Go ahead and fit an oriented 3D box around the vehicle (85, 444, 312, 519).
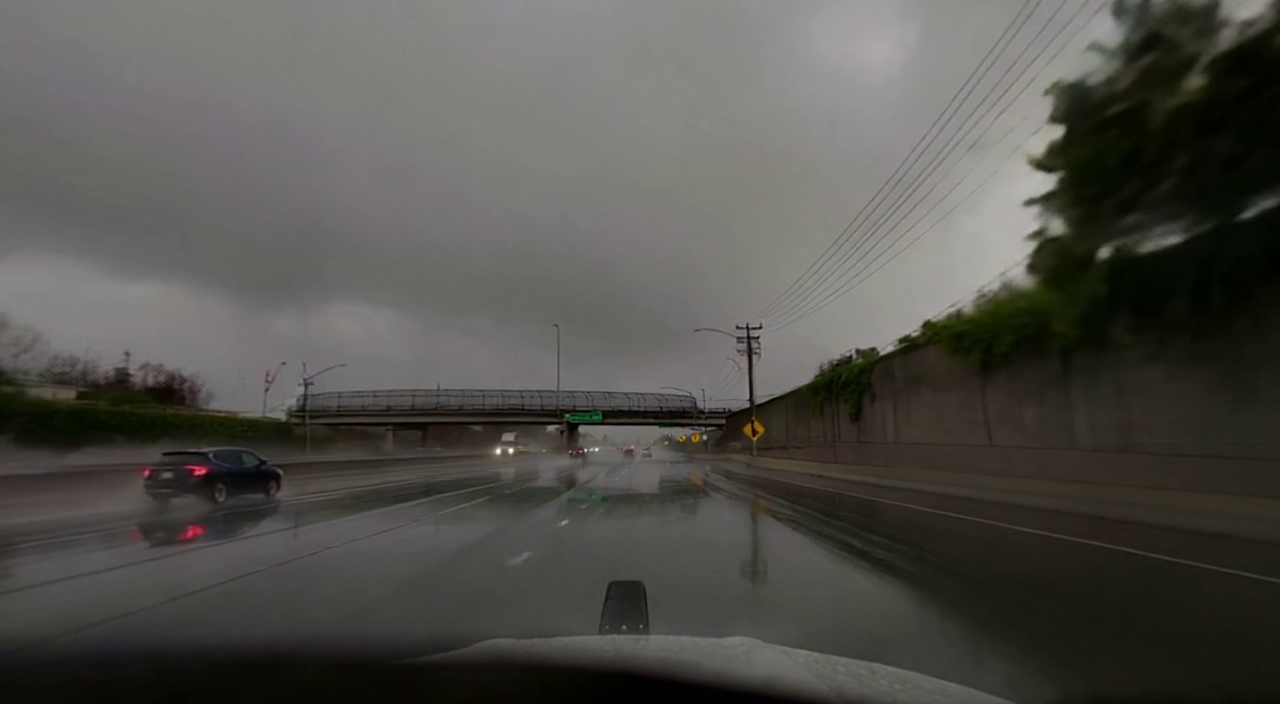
[{"bbox_3d":[-10.078,2.931,14.990,2.056,1.476,4.562,-1,-8,1],"label":"vehicle"}]
